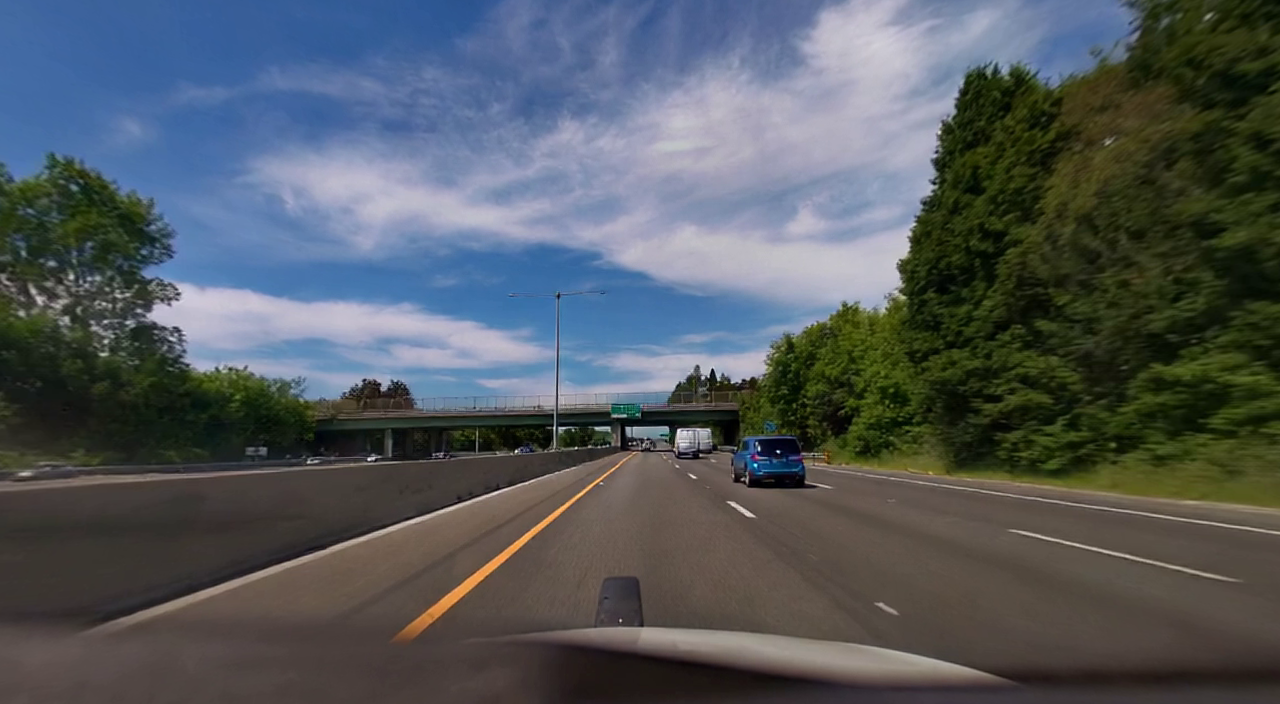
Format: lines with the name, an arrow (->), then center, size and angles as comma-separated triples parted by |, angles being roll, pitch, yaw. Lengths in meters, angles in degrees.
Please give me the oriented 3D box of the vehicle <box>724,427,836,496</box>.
vehicle -> 3.809, 3.079, 18.042 | 2.148, 1.691, 4.443 | 0, -8, -1
